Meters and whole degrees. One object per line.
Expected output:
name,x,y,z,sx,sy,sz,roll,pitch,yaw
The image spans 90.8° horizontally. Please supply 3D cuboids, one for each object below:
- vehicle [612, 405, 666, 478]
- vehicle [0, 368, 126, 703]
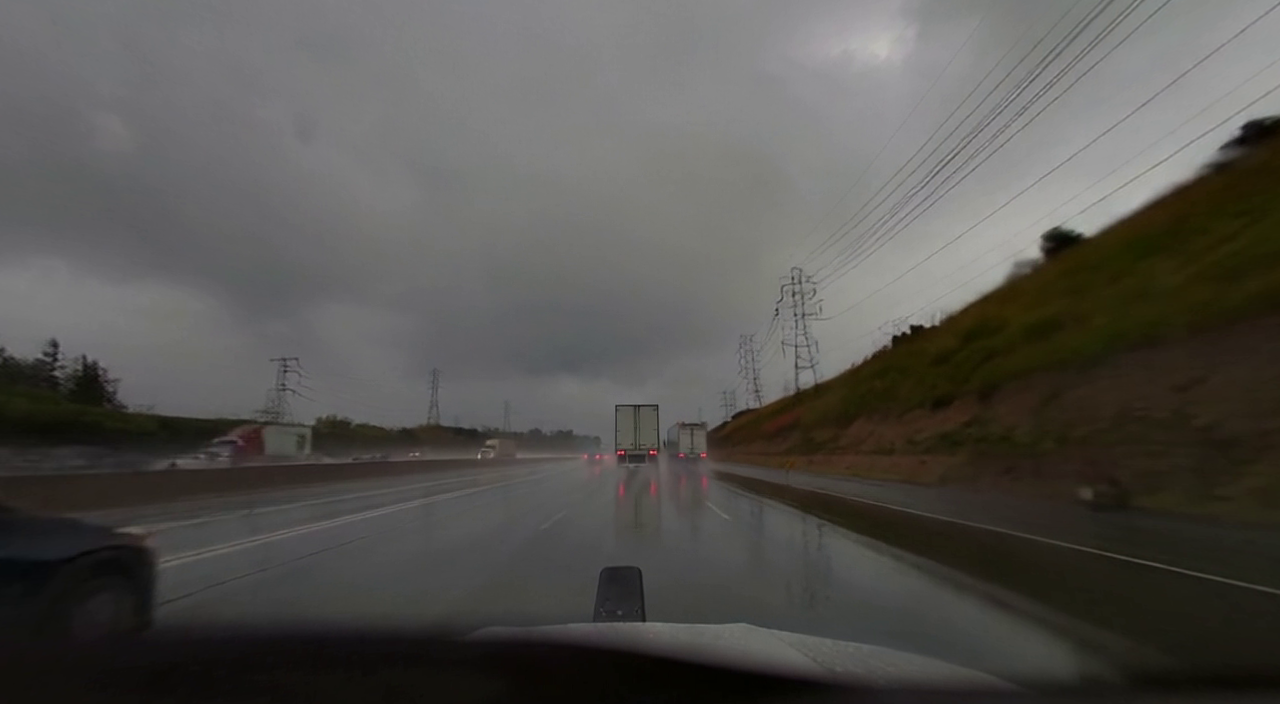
vehicle,-0.073,5.786,40.455,2.985,4.025,10.982,0,-9,0
vehicle,-3.851,0.681,1.240,2.050,1.679,4.253,0,-9,0
